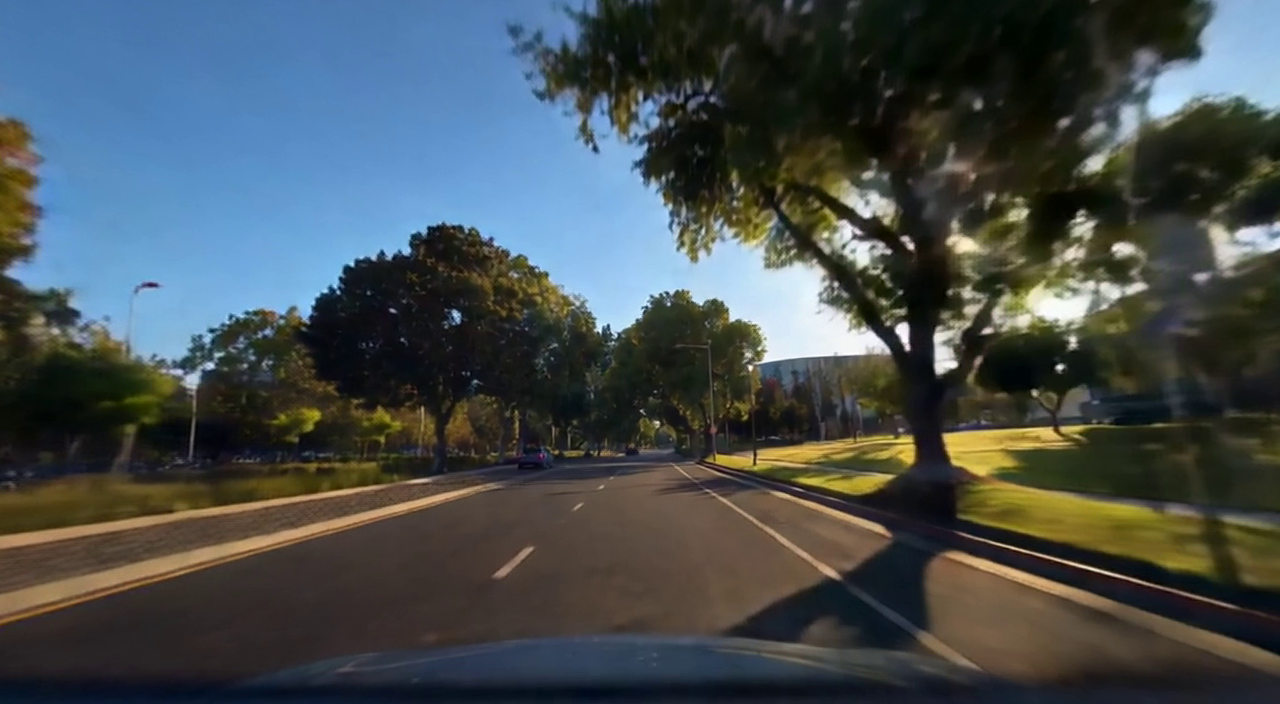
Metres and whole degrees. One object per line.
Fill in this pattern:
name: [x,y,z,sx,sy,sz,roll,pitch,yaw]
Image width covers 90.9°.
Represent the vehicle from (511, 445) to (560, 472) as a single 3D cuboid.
vehicle: [-5.948,6.098,36.474,1.945,1.461,4.605,0,-8,2]
